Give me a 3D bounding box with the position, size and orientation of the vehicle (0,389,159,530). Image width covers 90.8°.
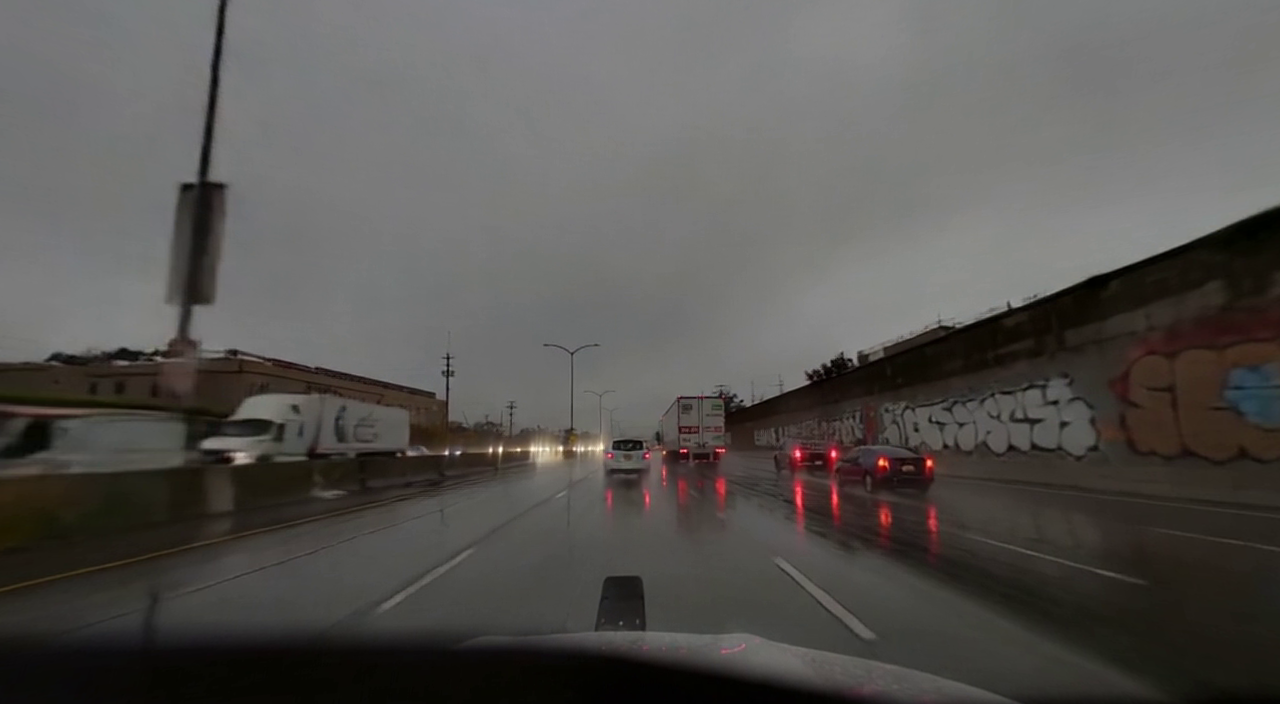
[{"bbox_3d":[-10.423,1.593,9.378,2.470,1.992,5.196,0,-9,-1],"label":"vehicle"}]

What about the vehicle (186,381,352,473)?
[{"bbox_3d":[-17.179,3.694,30.165,3.046,3.817,7.986,0,-9,-1],"label":"vehicle"}]

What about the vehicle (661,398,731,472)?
[{"bbox_3d":[3.092,5.095,38.068,2.976,3.806,10.591,0,-9,-2],"label":"vehicle"}]

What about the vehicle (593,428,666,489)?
[{"bbox_3d":[-0.448,3.678,22.093,2.249,1.843,5.176,1,-9,-3],"label":"vehicle"}]

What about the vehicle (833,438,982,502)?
[{"bbox_3d":[6.976,3.119,17.151,1.915,1.476,4.677,0,-9,-1],"label":"vehicle"}]

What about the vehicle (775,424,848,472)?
[{"bbox_3d":[9.160,5.256,34.487,2.322,2.360,6.433,0,-9,1],"label":"vehicle"}]
